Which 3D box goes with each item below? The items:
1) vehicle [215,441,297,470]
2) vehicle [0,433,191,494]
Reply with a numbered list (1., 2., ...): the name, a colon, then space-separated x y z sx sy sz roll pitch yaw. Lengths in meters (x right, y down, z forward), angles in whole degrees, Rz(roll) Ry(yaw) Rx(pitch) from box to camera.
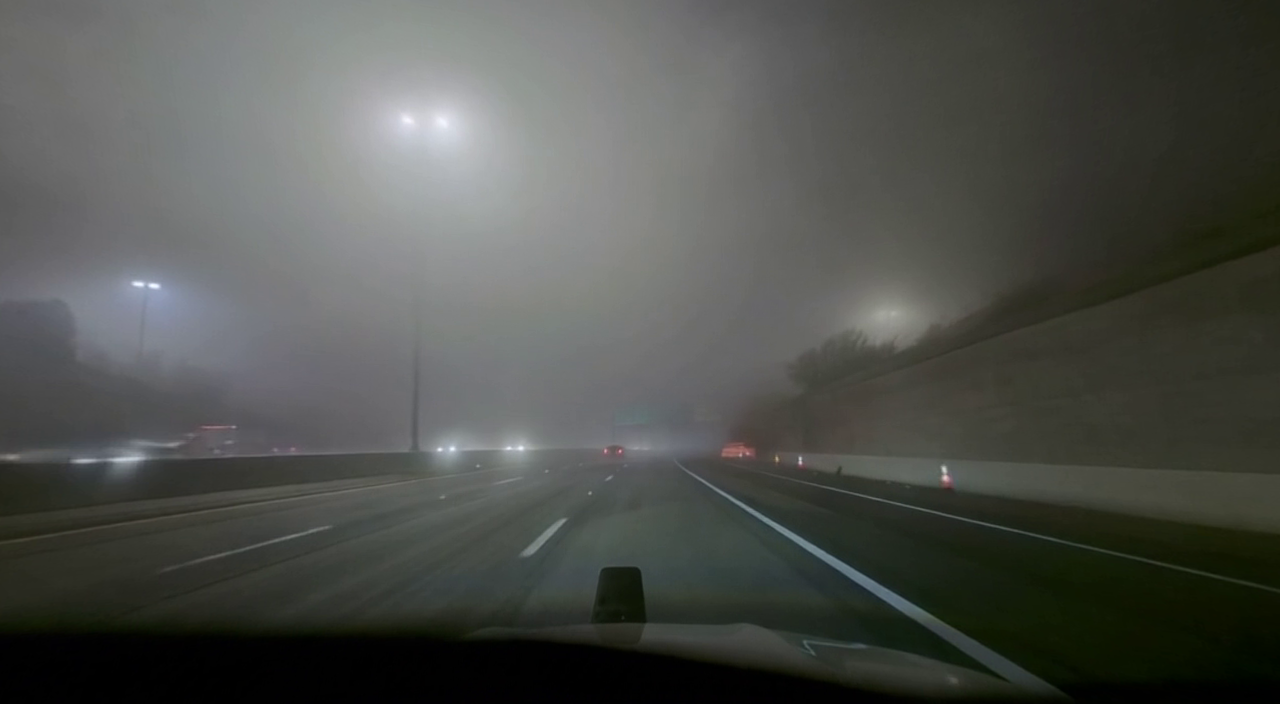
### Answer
1. vehicle: -22.476 6.071 37.075 1.869 1.556 4.539 0 -9 1
2. vehicle: -15.651 3.167 18.211 1.945 1.515 4.455 0 -9 1
